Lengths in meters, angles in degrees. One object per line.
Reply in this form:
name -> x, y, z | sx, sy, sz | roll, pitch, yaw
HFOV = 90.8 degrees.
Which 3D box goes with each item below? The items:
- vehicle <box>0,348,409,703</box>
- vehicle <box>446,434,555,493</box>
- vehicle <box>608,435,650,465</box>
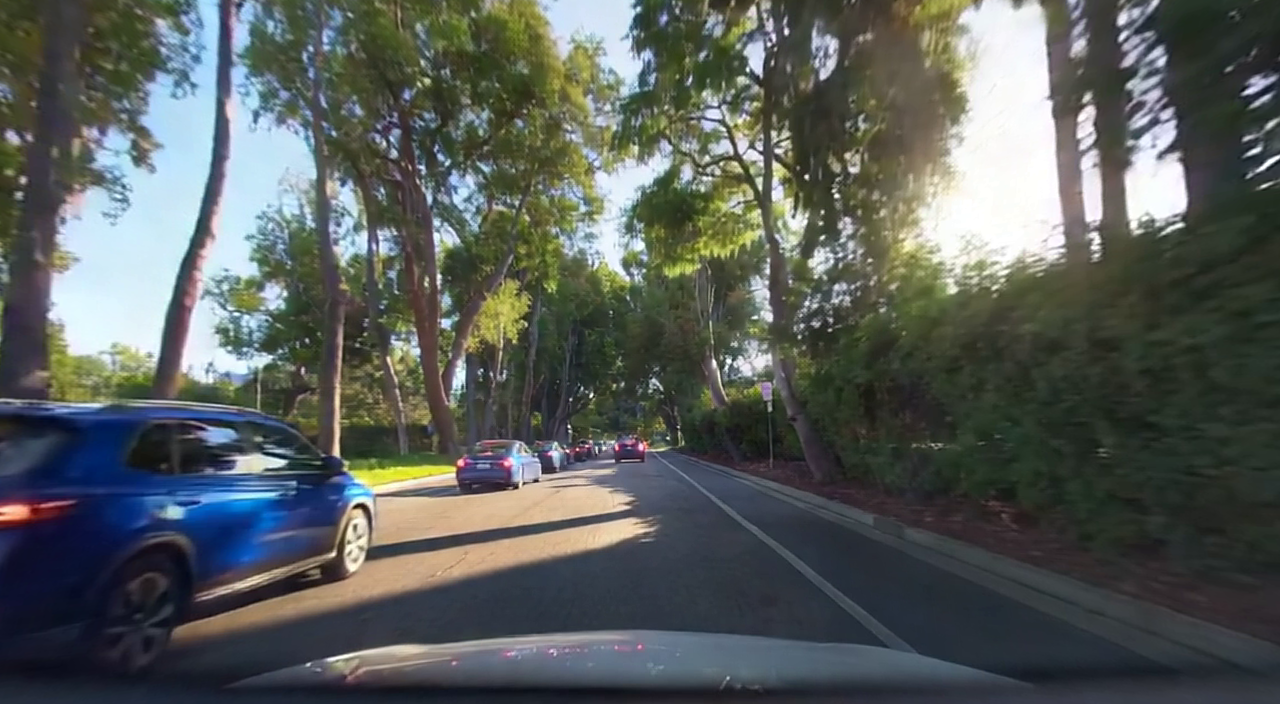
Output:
vehicle -> -3.687, 1.138, 4.879 | 2.126, 1.707, 4.317 | 0, -8, 0
vehicle -> -3.740, 3.074, 17.811 | 2.030, 1.452, 4.312 | 0, -8, 1
vehicle -> -0.593, 5.338, 34.483 | 2.127, 1.517, 4.090 | 0, -8, -1
